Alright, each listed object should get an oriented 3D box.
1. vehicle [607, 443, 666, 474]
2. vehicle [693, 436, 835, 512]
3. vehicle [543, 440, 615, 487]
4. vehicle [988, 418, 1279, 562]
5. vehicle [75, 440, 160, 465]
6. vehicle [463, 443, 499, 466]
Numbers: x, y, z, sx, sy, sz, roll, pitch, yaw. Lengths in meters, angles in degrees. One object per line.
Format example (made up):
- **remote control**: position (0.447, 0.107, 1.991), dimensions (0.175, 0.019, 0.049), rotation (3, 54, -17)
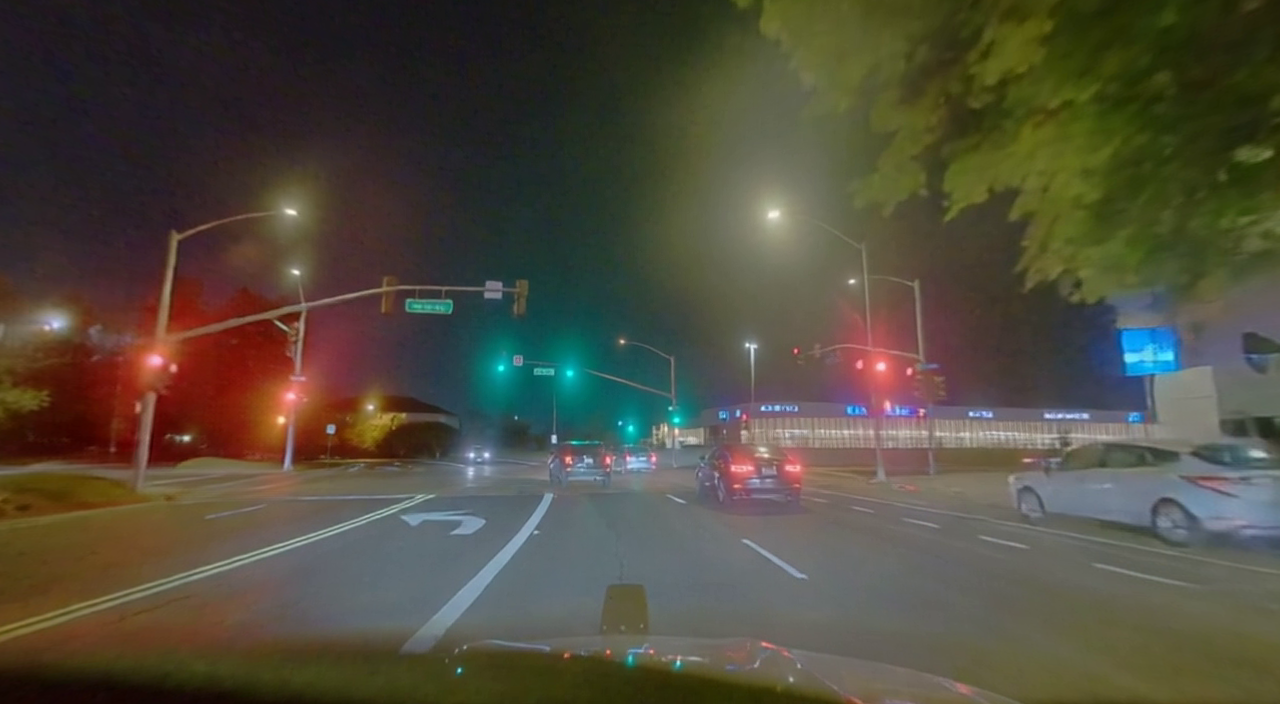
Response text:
- **vehicle**: position (-0.275, 5.483, 32.725), dimensions (1.957, 1.463, 4.701), rotation (2, -9, -14)
- **vehicle**: position (2.677, 2.763, 14.853), dimensions (1.984, 1.476, 4.488), rotation (1, -9, -6)
- **vehicle**: position (-2.419, 4.145, 23.840), dimensions (2.308, 1.535, 4.811), rotation (2, -9, -10)
- **vehicle**: position (7.416, 1.819, 9.095), dimensions (1.933, 1.522, 4.443), rotation (1, -9, -5)
- **vehicle**: position (-34.177, 6.573, 41.311), dimensions (3.796, 1.595, 1.808), rotation (3, -9, -21)
- **vehicle**: position (-11.982, 7.676, 47.305), dimensions (2.012, 1.492, 4.079), rotation (5, -8, -21)
